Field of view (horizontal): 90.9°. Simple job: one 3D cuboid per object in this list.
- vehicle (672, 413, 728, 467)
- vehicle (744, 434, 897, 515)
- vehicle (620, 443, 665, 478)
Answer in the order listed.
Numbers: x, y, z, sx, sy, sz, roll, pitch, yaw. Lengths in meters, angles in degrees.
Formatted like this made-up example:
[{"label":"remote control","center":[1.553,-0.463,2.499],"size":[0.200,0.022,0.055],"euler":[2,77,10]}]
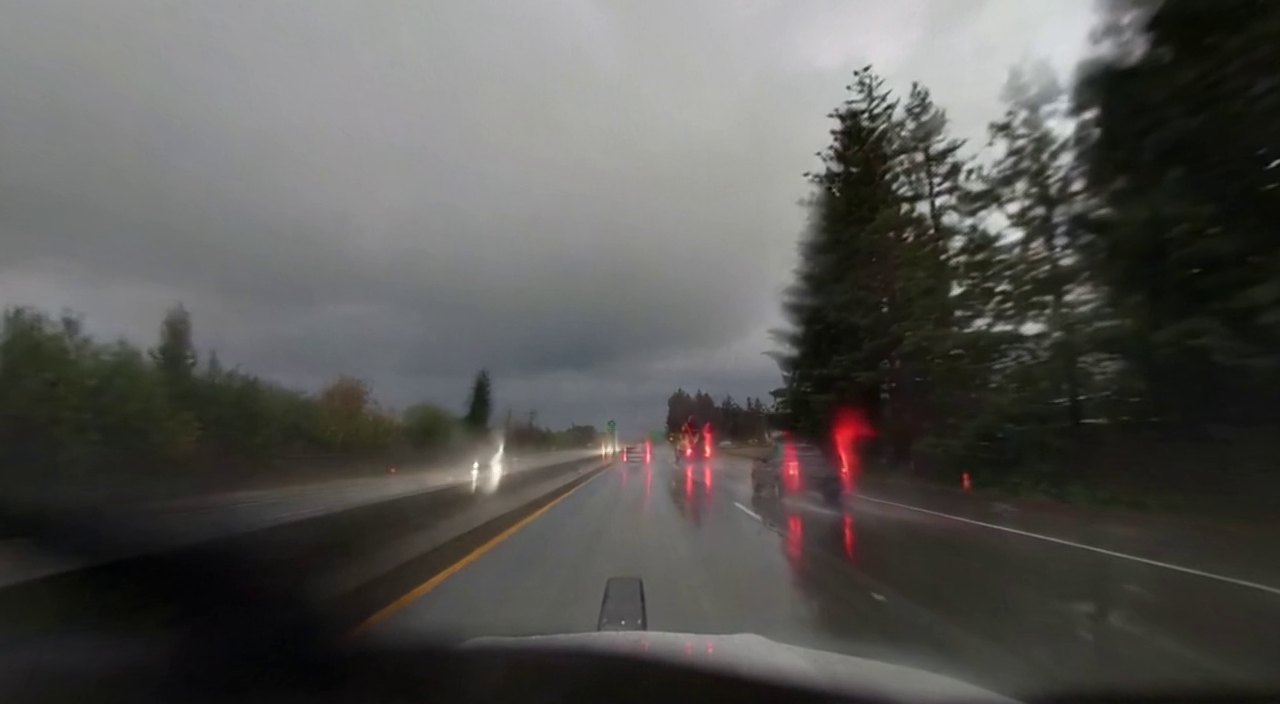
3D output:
[{"label":"vehicle","center":[4.243,6.528,46.297],"size":[3.089,3.568,8.101],"euler":[0,-9,-2]},{"label":"vehicle","center":[3.754,2.635,13.980],"size":[2.168,1.529,3.883],"euler":[0,-9,-1]},{"label":"vehicle","center":[0.082,5.246,30.675],"size":[2.045,1.527,4.023],"euler":[0,-9,-1]}]
